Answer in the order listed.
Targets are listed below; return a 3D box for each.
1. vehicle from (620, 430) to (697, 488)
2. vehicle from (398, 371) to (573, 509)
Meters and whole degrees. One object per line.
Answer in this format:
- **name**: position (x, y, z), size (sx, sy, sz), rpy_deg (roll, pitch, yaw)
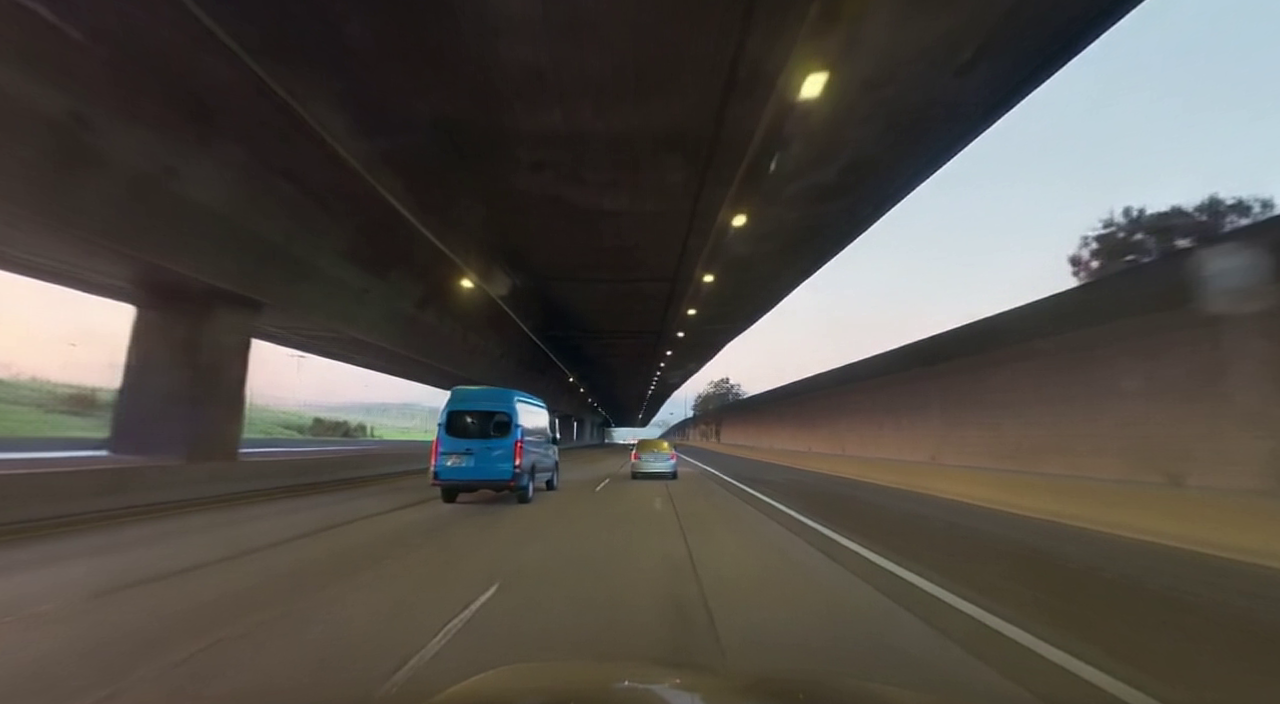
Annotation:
- **vehicle**: position (0.542, 3.212, 19.303), size (2.095, 1.553, 4.069), rpy_deg (-1, -8, 1)
- **vehicle**: position (-3.063, 1.930, 13.985), size (2.404, 2.459, 5.229), rpy_deg (-1, -8, 2)
